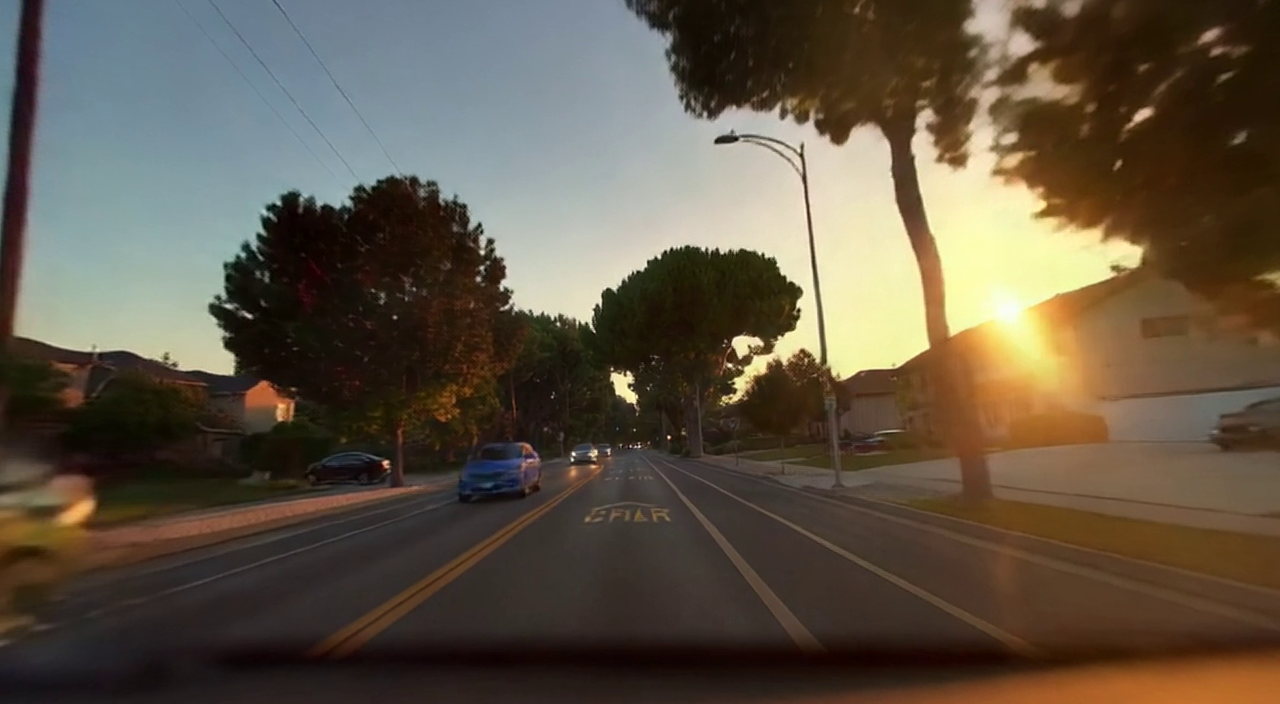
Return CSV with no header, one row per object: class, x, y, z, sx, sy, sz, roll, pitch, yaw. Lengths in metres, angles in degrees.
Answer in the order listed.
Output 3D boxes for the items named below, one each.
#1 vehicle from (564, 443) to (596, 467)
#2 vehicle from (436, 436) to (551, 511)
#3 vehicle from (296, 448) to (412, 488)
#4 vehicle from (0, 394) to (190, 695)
vehicle,-4.601,7.981,49.078,2.055,1.757,4.494,0,-8,-1
vehicle,-3.675,3.108,16.761,2.090,1.689,4.232,0,-8,-1
vehicle,-13.936,5.673,31.077,4.607,1.772,2.261,0,-8,-1
vehicle,-4.989,1.042,2.810,2.059,1.840,5.317,0,-8,0
